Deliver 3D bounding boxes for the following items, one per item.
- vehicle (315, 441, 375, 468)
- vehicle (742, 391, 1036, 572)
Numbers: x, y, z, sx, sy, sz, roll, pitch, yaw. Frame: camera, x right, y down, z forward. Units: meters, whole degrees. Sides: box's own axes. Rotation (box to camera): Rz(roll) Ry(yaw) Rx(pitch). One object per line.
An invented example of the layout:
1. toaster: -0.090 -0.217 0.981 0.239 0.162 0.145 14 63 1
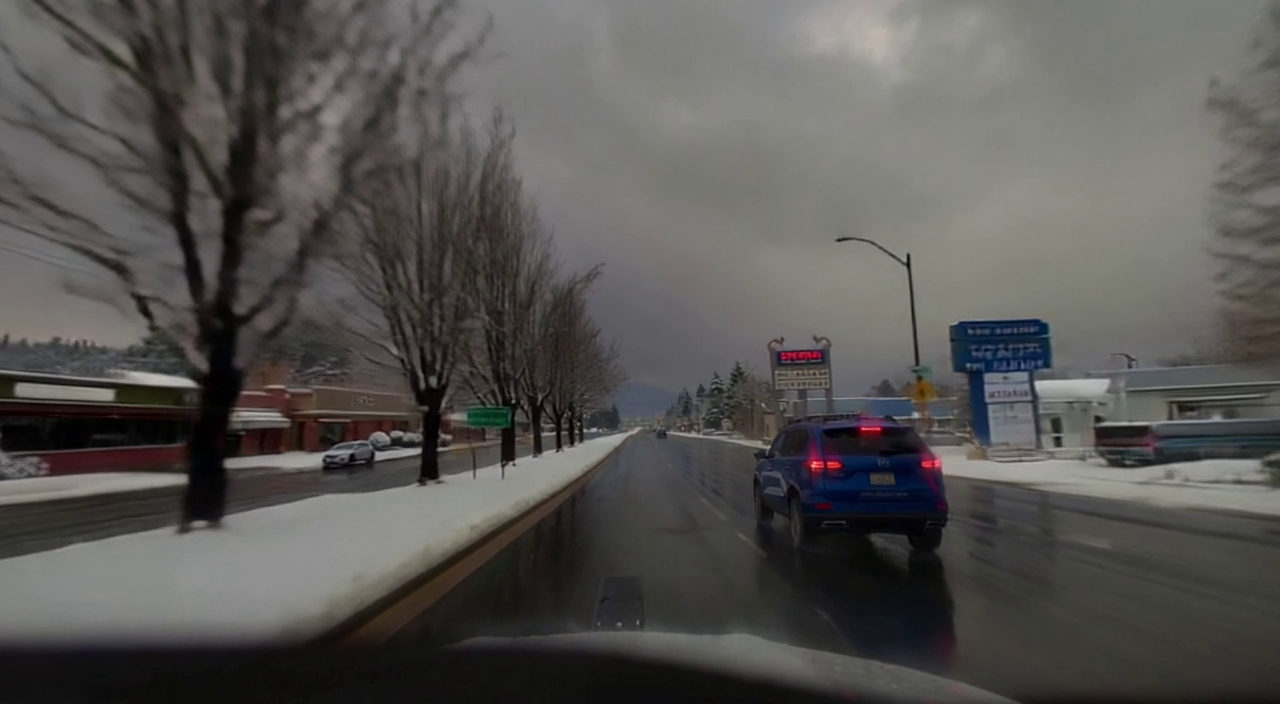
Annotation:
1. vehicle: -19.462 6.761 41.871 1.988 1.634 4.301 0 -8 -1
2. vehicle: 2.873 1.639 8.712 2.130 1.790 4.615 0 -8 0
